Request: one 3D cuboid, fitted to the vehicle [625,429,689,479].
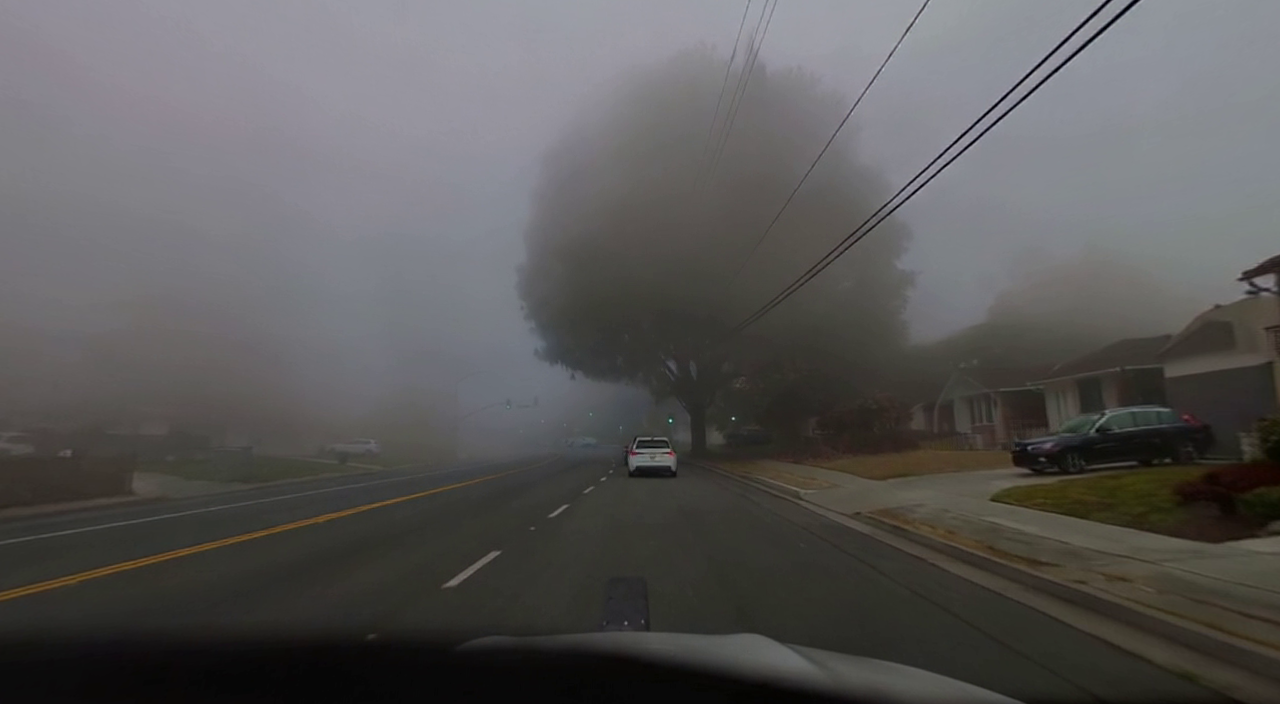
[{"bbox_3d":[0.575,3.634,22.632,2.088,1.607,3.903,0,-8,1],"label":"vehicle"}]

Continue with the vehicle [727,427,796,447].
[{"bbox_3d":[9.338,6.582,48.547,4.783,1.514,1.895,2,-9,-14],"label":"vehicle"}]

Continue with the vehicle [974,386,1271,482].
[{"bbox_3d":[10.200,1.772,13.641,4.746,1.485,1.916,-5,-8,0],"label":"vehicle"}]
